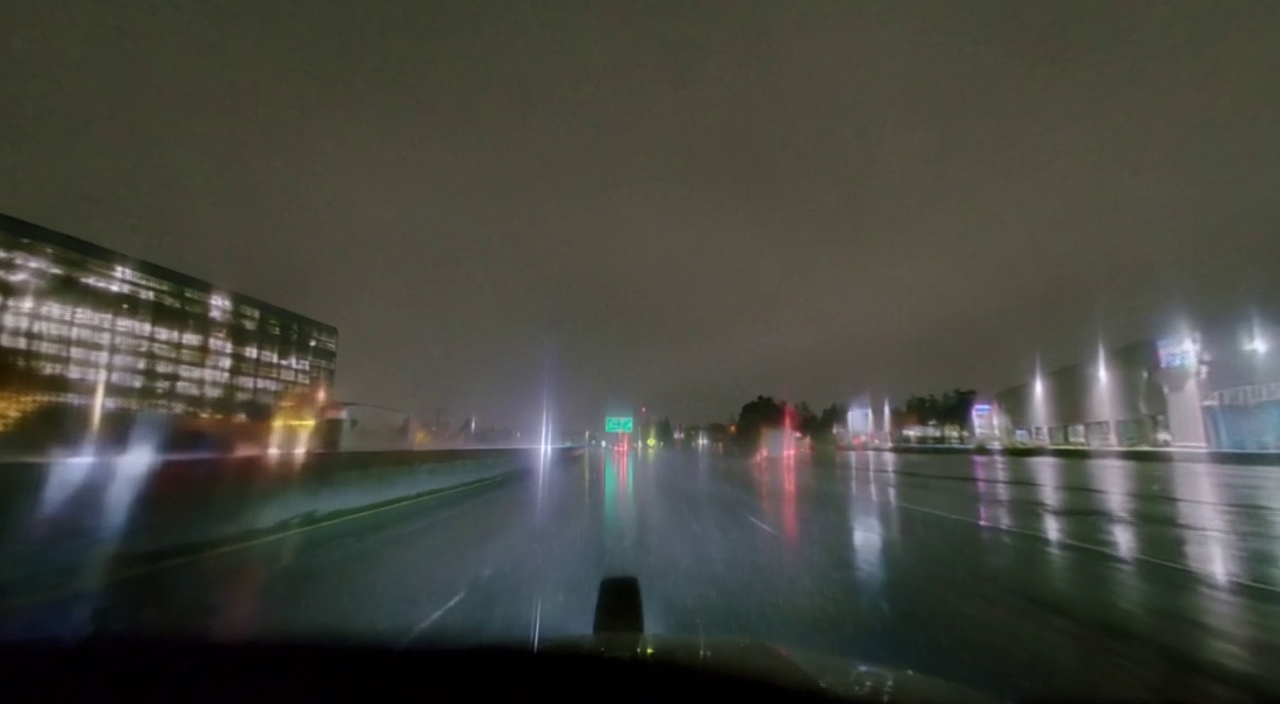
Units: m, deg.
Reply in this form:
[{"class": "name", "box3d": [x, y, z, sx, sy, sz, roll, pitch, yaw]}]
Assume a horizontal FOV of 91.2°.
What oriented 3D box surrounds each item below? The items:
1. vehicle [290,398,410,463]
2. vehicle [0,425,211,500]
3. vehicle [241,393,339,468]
[{"class": "vehicle", "box3d": [-21.080, 6.097, 47.009, 2.933, 4.082, 13.910, 0, -9, -2]}, {"class": "vehicle", "box3d": [-12.730, 2.610, 15.032, 1.863, 1.521, 4.277, 0, -9, -1]}, {"class": "vehicle", "box3d": [-20.679, 4.704, 37.344, 3.271, 4.189, 3.909, 0, -9, 0]}]
